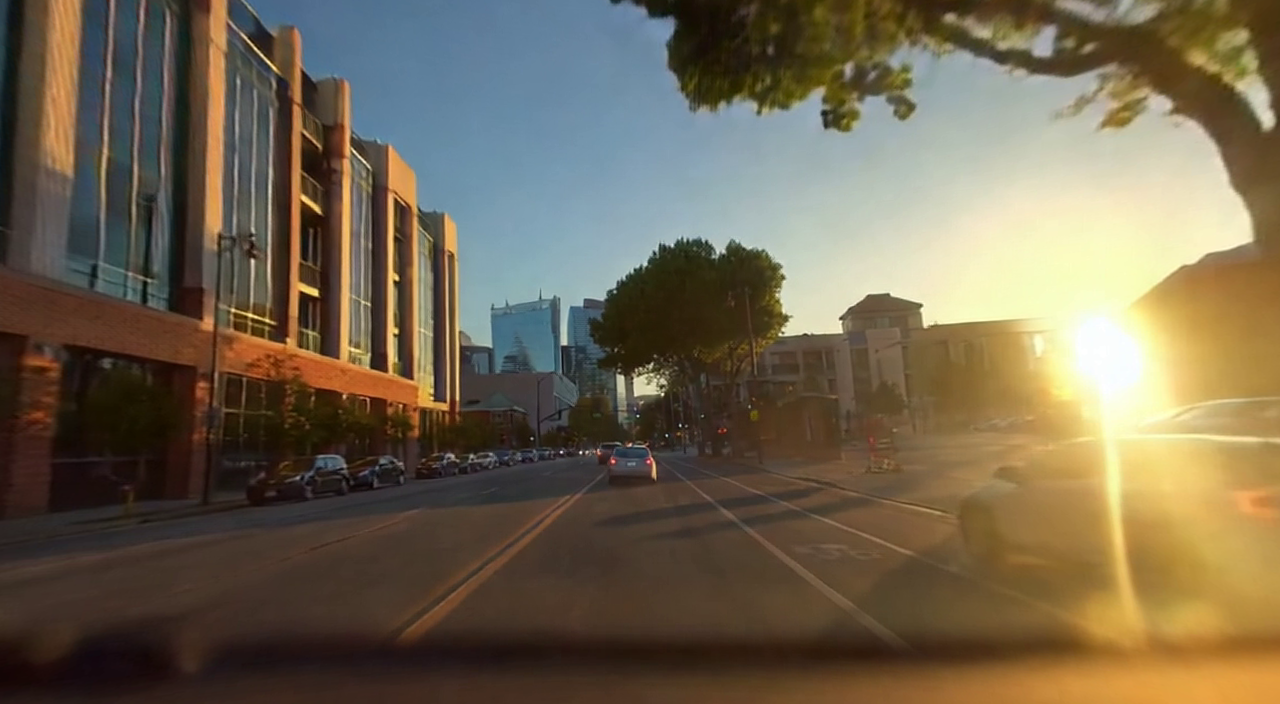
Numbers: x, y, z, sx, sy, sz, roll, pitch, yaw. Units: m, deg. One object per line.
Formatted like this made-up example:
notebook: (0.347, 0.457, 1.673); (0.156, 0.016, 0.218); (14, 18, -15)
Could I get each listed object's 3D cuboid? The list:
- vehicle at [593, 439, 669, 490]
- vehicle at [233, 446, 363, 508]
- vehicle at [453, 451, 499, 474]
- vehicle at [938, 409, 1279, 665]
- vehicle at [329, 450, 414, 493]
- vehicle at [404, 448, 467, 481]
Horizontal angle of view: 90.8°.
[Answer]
vehicle: (-0.253, 3.627, 20.760); (2.269, 1.479, 3.980); (0, -8, 0)
vehicle: (-11.936, 4.336, 22.515); (2.114, 1.938, 4.590); (0, -8, -1)
vehicle: (-11.642, 7.873, 45.243); (1.991, 1.507, 4.879); (0, -8, 0)
vehicle: (4.960, 1.458, 5.963); (2.075, 1.584, 4.201); (0, -9, -2)
vehicle: (-11.806, 5.236, 28.103); (1.881, 1.686, 4.451); (0, -8, -1)
vehicle: (-11.893, 6.540, 37.104); (2.077, 1.732, 4.704); (0, -8, 1)
